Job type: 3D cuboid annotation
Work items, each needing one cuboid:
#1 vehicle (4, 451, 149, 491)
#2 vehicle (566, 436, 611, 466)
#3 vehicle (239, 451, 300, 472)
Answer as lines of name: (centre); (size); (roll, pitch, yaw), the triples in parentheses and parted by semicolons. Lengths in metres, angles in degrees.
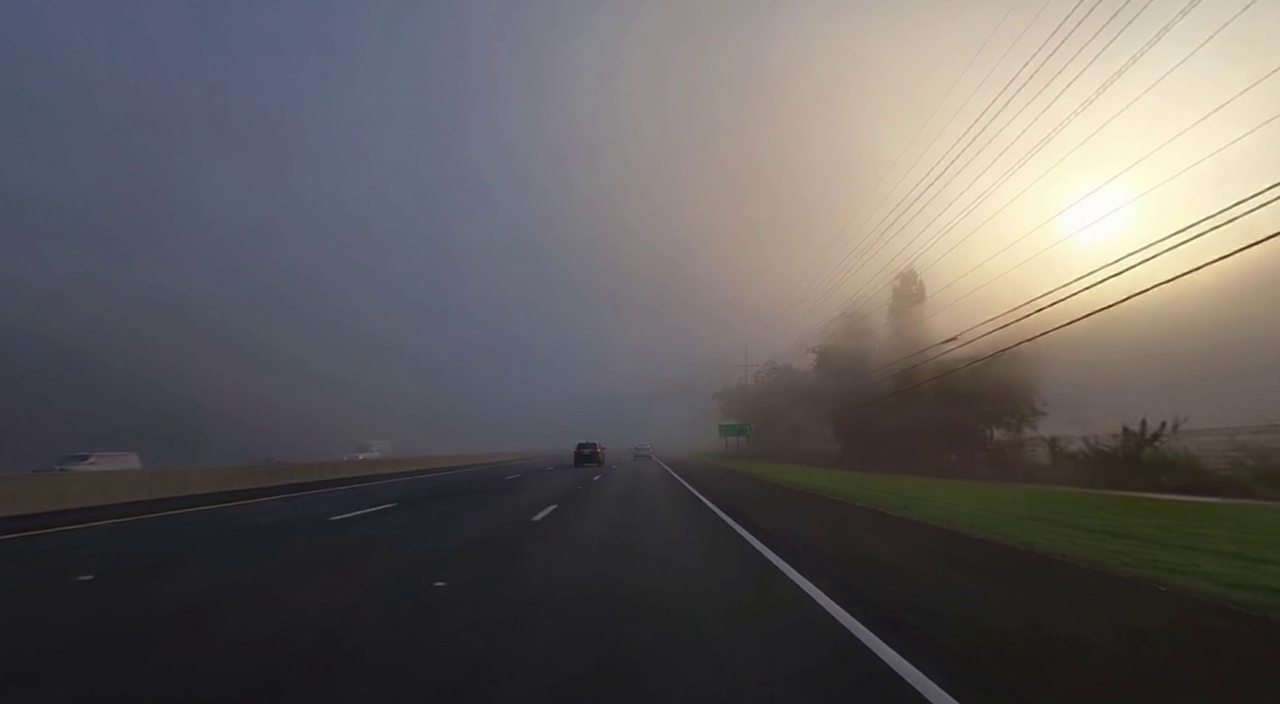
vehicle: (-24.021, 5.063, 27.123); (1.989, 1.546, 4.558); (0, -9, 0)
vehicle: (-3.462, 6.818, 43.527); (2.577, 1.939, 5.408); (0, -9, 1)
vehicle: (-28.274, 8.389, 48.247); (1.821, 1.501, 4.492); (0, -9, 1)
